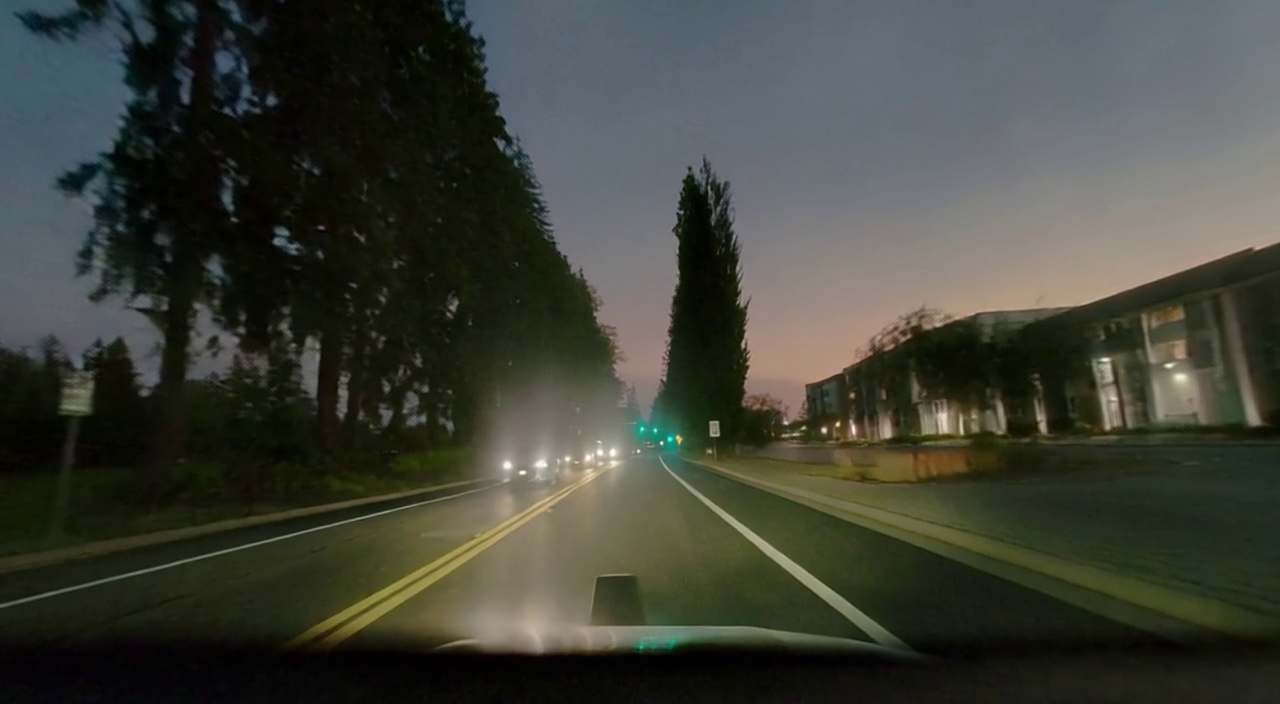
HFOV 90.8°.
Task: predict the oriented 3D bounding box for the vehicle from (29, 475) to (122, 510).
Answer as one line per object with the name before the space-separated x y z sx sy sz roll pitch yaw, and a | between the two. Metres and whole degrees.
vehicle | -42.190 10.455 47.430 2.099 2.149 5.433 0 -9 -4

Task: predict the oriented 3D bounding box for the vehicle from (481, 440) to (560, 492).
vehicle | -4.303 4.173 23.526 1.984 1.705 4.346 -1 -8 2

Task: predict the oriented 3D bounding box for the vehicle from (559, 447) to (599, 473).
vehicle | -3.793 6.808 40.038 2.031 1.477 4.450 -1 -9 1
